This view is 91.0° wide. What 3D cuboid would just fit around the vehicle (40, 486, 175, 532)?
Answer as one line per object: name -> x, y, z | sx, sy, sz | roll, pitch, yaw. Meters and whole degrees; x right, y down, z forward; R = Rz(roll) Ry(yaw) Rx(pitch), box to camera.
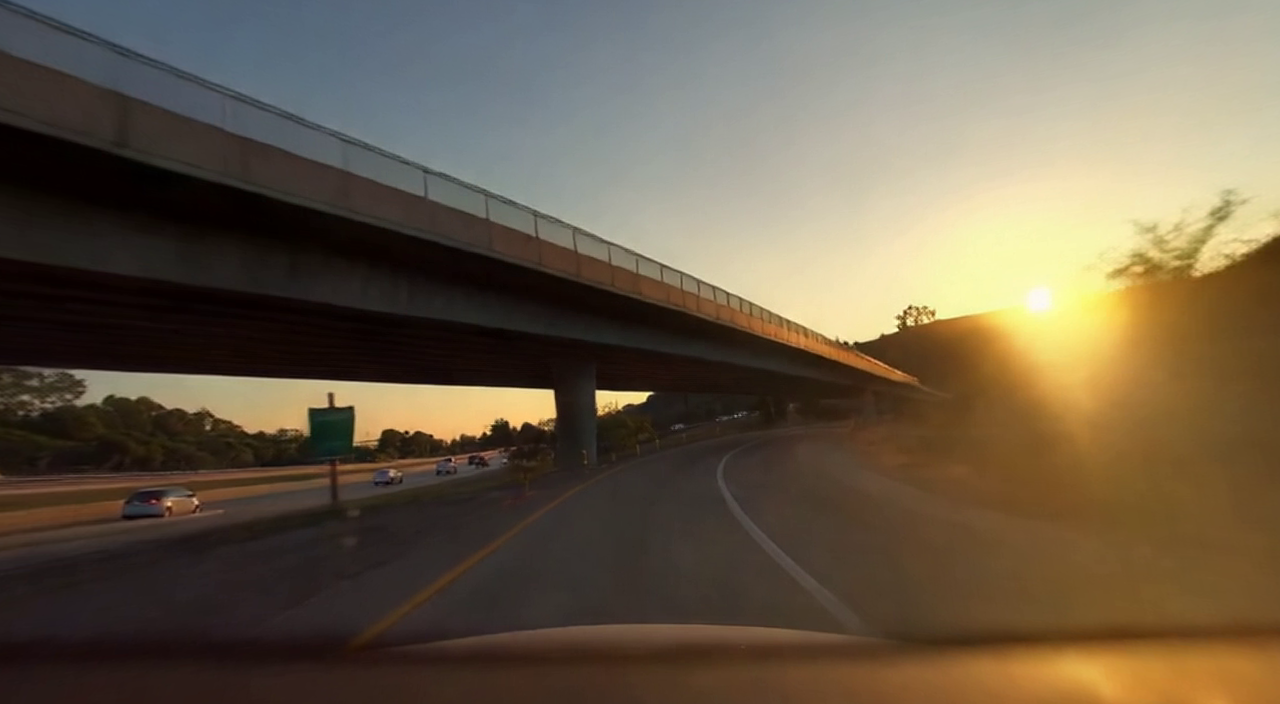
vehicle -> -22.809, 6.703, 27.281 | 2.045, 1.513, 4.795 | 0, -9, -6
